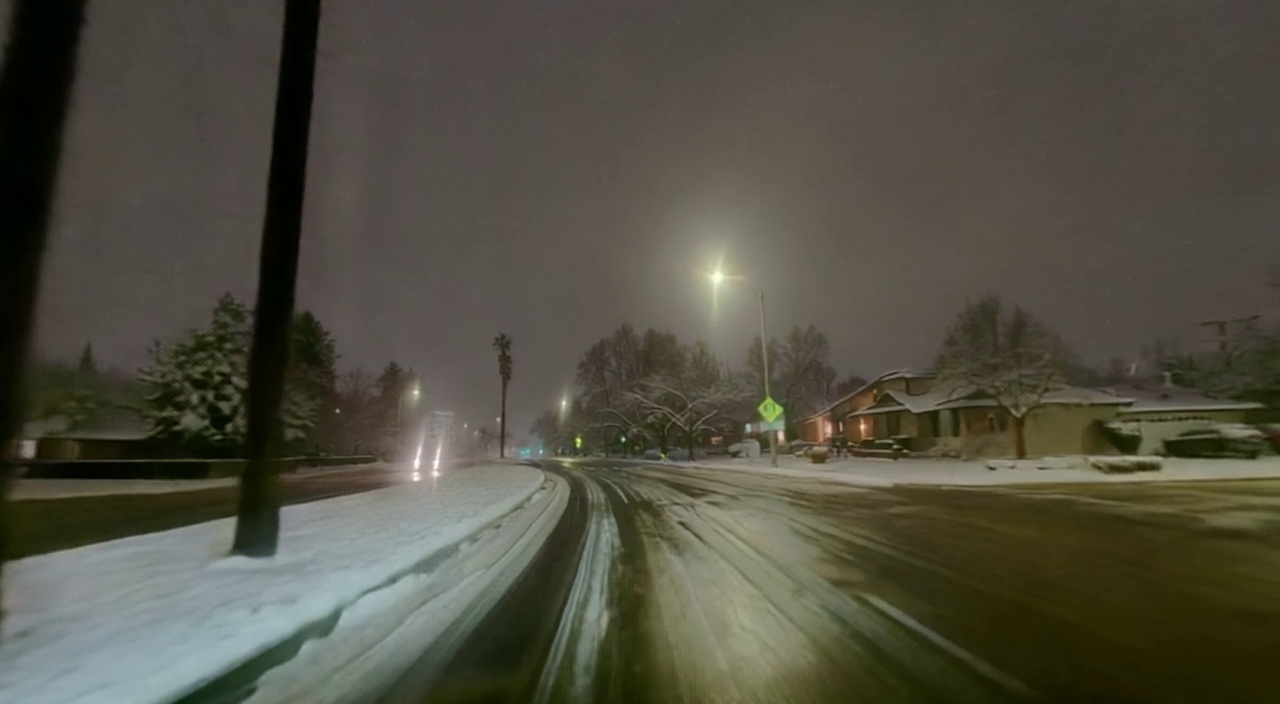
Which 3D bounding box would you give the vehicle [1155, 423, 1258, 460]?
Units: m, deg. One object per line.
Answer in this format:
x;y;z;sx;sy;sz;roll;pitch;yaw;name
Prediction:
25.408;4.027;28.456;1.702;1.536;3.896;-1;-8;14;vehicle
